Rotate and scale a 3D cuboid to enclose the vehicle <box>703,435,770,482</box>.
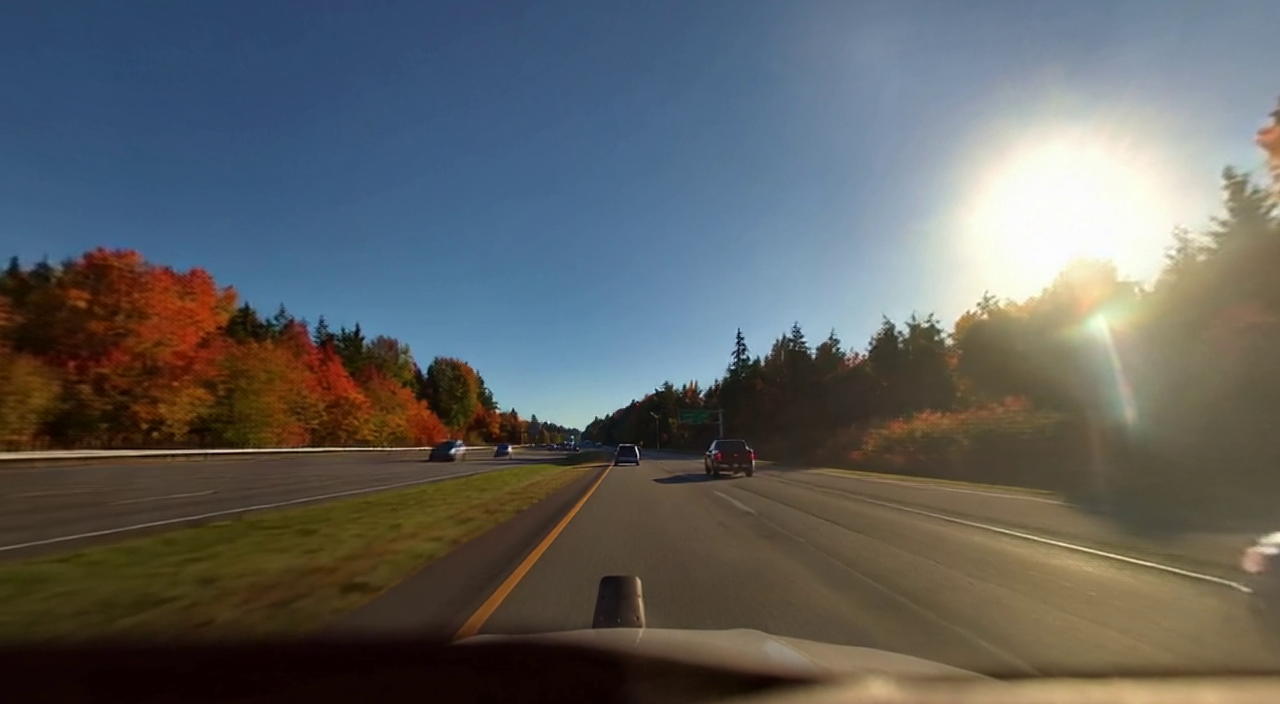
[{"bbox_3d":[3.867,4.353,25.816,1.982,1.745,4.151,0,-9,-1],"label":"vehicle"}]

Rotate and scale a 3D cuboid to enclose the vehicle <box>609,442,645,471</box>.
[{"bbox_3d":[-0.821,6.660,40.086,2.151,1.693,4.201,0,-9,0],"label":"vehicle"}]
